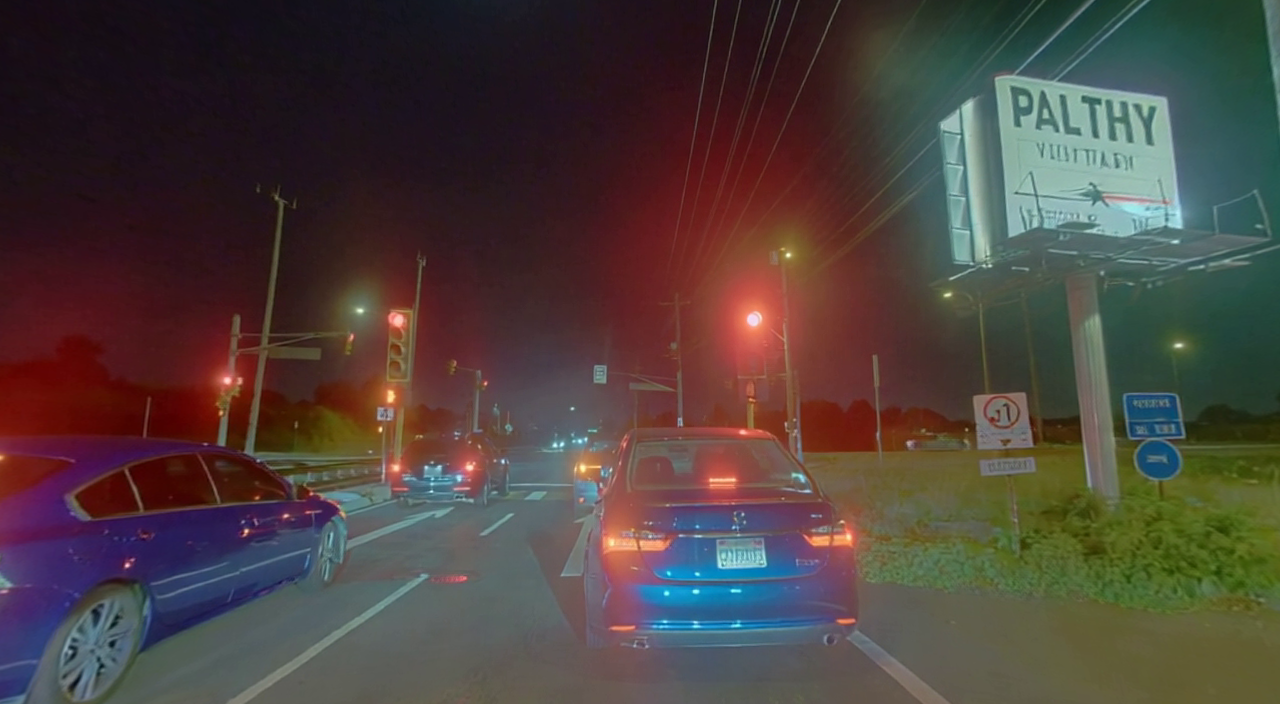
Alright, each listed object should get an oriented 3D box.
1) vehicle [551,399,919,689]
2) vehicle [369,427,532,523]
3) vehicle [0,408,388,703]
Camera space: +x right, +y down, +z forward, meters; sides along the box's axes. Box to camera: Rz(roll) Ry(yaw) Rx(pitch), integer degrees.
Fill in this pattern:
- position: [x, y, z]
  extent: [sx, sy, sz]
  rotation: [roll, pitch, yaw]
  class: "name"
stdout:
- position: [0.408, 1.323, 5.456]
  extent: [1.998, 1.529, 3.960]
  rotation: [1, -9, -3]
  class: "vehicle"
- position: [-3.349, 2.254, 12.087]
  extent: [1.984, 1.505, 4.047]
  rotation: [0, -9, -2]
  class: "vehicle"
- position: [-3.709, 1.252, 4.490]
  extent: [1.956, 1.468, 4.585]
  rotation: [0, -8, 0]
  class: "vehicle"
